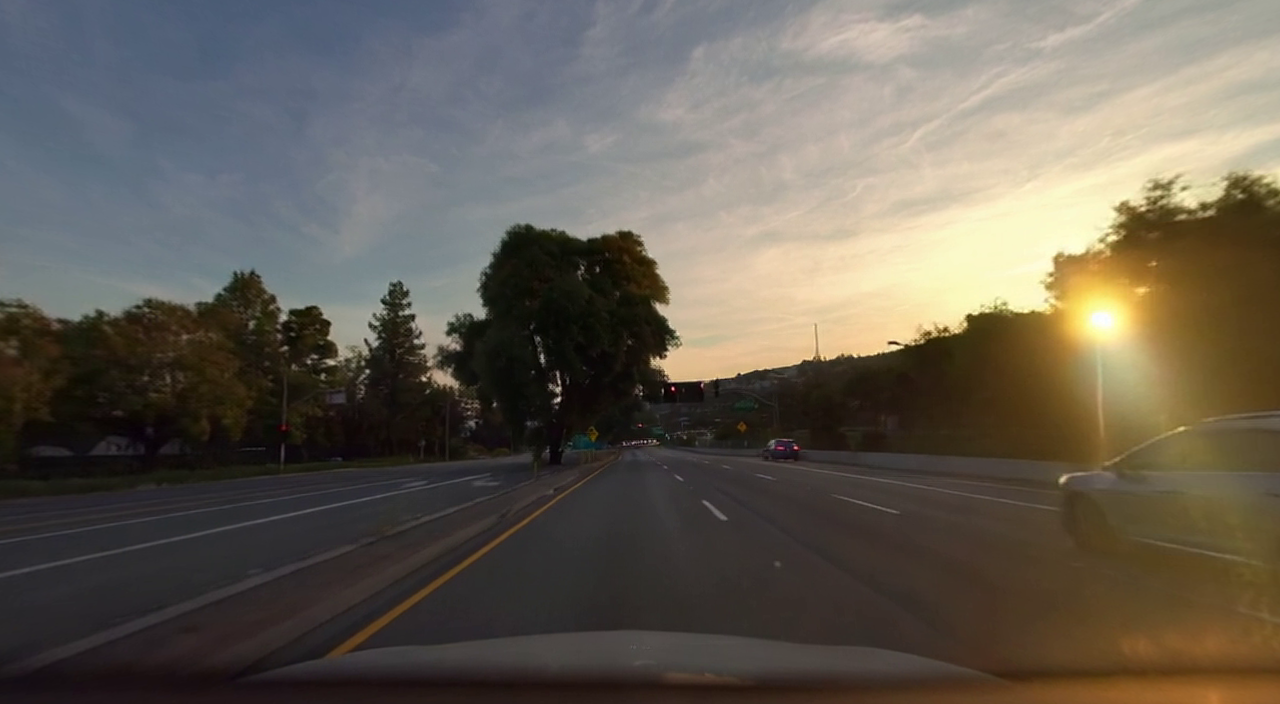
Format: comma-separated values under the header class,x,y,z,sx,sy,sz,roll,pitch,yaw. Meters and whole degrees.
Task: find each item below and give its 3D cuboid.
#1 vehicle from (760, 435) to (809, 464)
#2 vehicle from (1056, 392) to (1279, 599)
class,x,y,z,sx,sy,sz,roll,pitch,yaw
vehicle,9.762,6.641,42.940,2.170,1.830,4.720,0,-8,-1
vehicle,6.281,1.222,5.469,2.066,1.683,4.675,0,-8,-1
